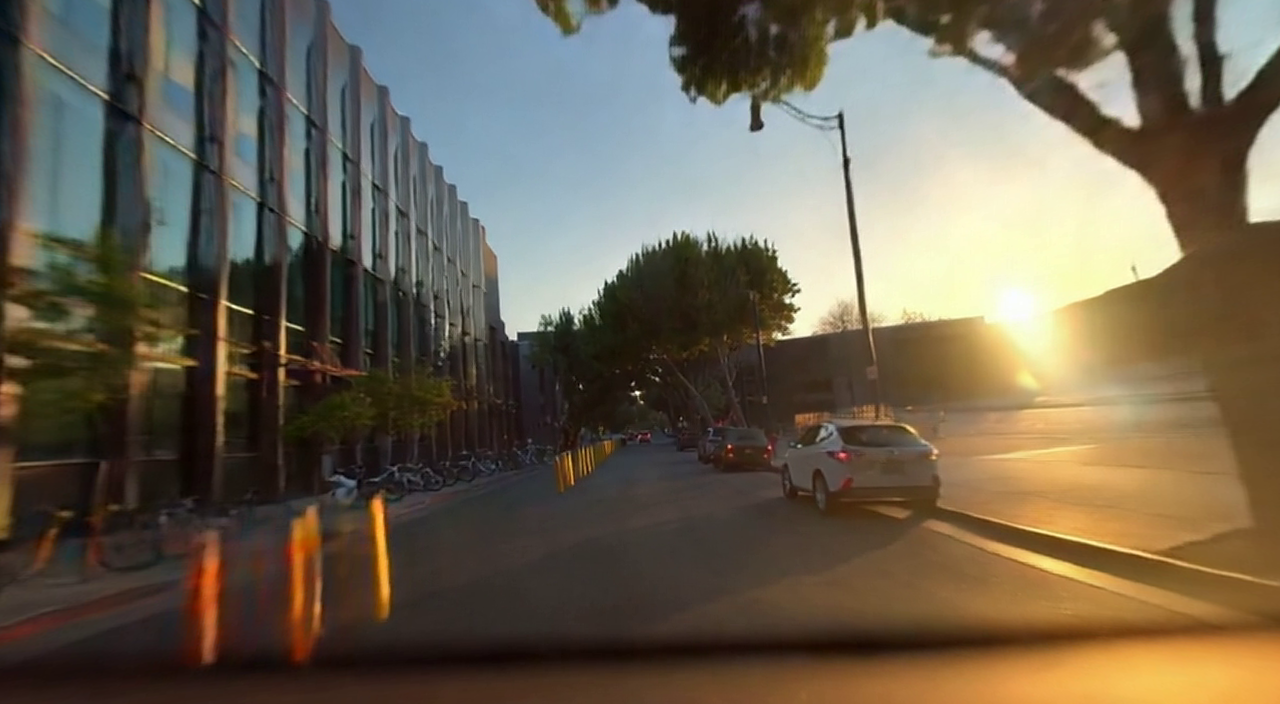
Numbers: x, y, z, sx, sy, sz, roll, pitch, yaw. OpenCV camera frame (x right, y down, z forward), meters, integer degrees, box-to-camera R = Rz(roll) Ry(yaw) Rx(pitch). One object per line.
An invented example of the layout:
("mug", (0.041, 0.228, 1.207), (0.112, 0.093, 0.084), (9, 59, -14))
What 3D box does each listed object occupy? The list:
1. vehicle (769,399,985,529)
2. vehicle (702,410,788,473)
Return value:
("vehicle", (3.784, 1.854, 11.080), (1.999, 1.769, 4.191), (-1, -7, -2))
("vehicle", (3.444, 3.053, 21.714), (2.127, 1.864, 4.892), (-1, -8, 0))
